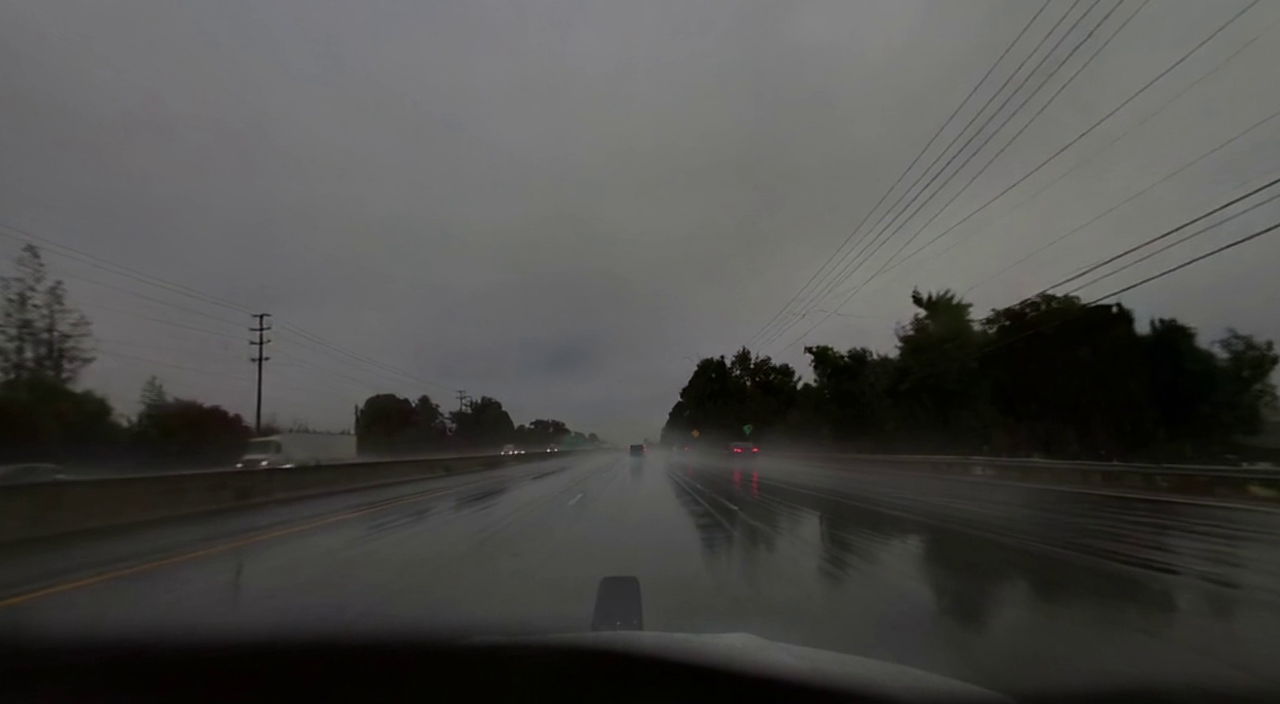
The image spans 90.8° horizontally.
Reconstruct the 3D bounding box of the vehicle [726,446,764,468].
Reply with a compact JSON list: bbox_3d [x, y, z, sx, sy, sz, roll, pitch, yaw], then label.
[{"bbox_3d":[7.227,7.258,43.759,1.817,1.440,4.075,0,-9,-2],"label":"vehicle"}]

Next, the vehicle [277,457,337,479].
[{"bbox_3d":[-25.227,8.750,48.002,2.340,1.509,4.076,0,-9,0],"label":"vehicle"}]
